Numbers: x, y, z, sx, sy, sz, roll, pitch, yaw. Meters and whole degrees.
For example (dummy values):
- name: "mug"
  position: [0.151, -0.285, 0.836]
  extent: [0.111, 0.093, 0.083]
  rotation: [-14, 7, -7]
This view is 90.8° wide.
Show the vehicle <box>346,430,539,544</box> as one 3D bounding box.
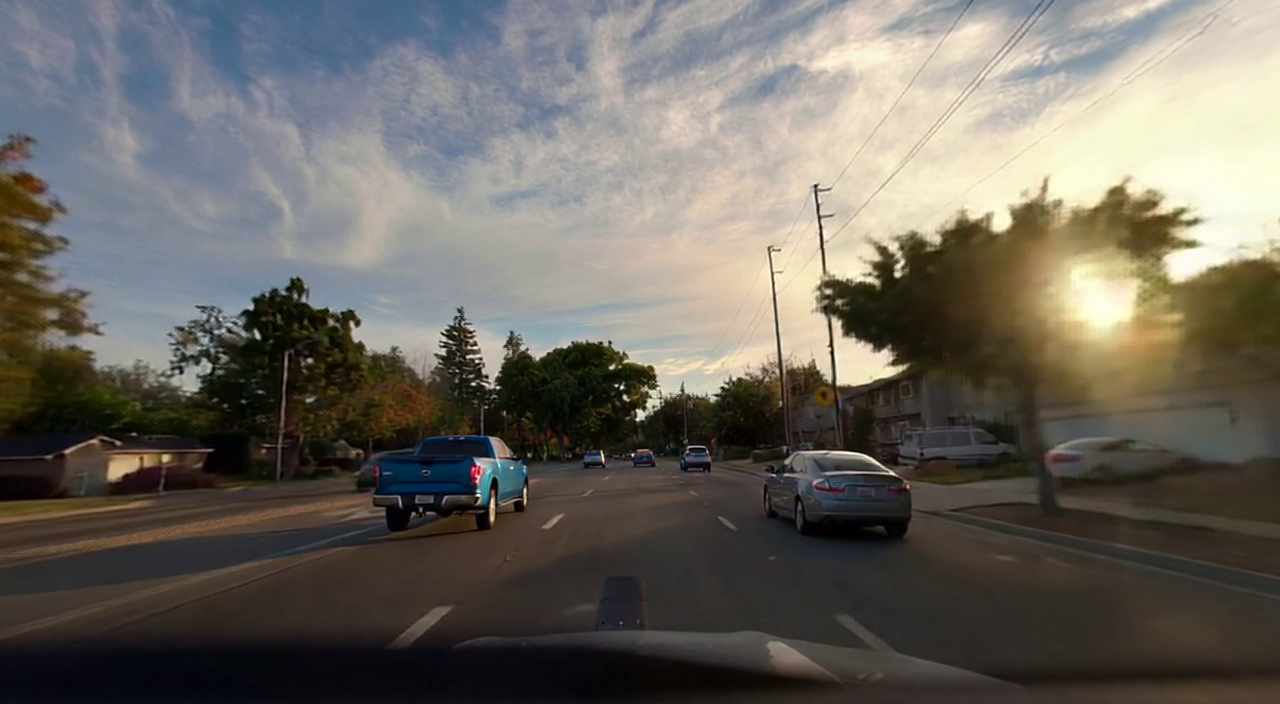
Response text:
- name: "vehicle"
  position: [-3.518, 2.509, 12.568]
  extent: [2.111, 1.745, 5.274]
  rotation: [0, -9, 0]

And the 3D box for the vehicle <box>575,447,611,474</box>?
- name: "vehicle"
  position: [-3.229, 7.570, 44.355]
  extent: [2.218, 1.829, 4.492]
  rotation: [0, -9, 0]

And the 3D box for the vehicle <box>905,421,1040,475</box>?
- name: "vehicle"
  position: [15.167, 4.406, 29.041]
  extent: [4.801, 2.233, 2.222]
  rotation: [-2, -9, -1]

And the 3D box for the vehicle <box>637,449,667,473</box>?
- name: "vehicle"
  position: [0.876, 8.008, 46.636]
  extent: [1.997, 1.636, 3.760]
  rotation: [0, -9, -2]

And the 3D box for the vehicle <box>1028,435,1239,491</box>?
- name: "vehicle"
  position: [13.853, 3.140, 17.960]
  extent: [4.300, 1.487, 1.877]
  rotation: [-1, -9, 3]

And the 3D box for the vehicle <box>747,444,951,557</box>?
- name: "vehicle"
  position: [3.138, 2.286, 10.524]
  extent: [1.884, 1.463, 4.195]
  rotation: [0, -9, -1]

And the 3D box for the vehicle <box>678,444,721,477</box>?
- name: "vehicle"
  position: [3.572, 6.621, 38.760]
  extent: [2.099, 1.845, 4.363]
  rotation: [0, -9, -2]
